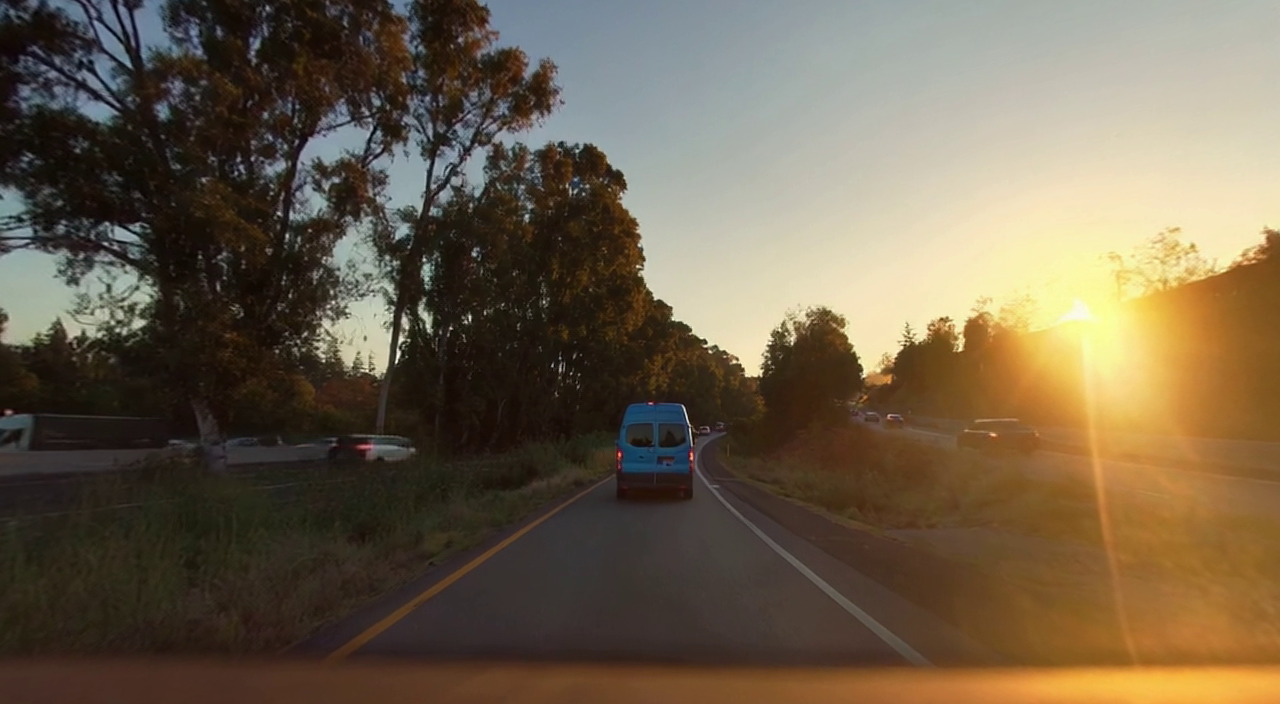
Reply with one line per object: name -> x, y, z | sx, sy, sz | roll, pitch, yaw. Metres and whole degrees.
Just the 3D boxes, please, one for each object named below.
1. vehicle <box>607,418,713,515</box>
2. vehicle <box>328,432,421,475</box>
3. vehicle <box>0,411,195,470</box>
vehicle -> 0.344, 2.523, 14.436 | 2.043, 1.821, 4.558 | 0, -8, -1
vehicle -> -12.332, 4.738, 29.693 | 2.104, 1.795, 4.737 | -1, -8, 3
vehicle -> -33.691, 5.480, 38.938 | 3.138, 3.051, 11.898 | -1, -8, 4
